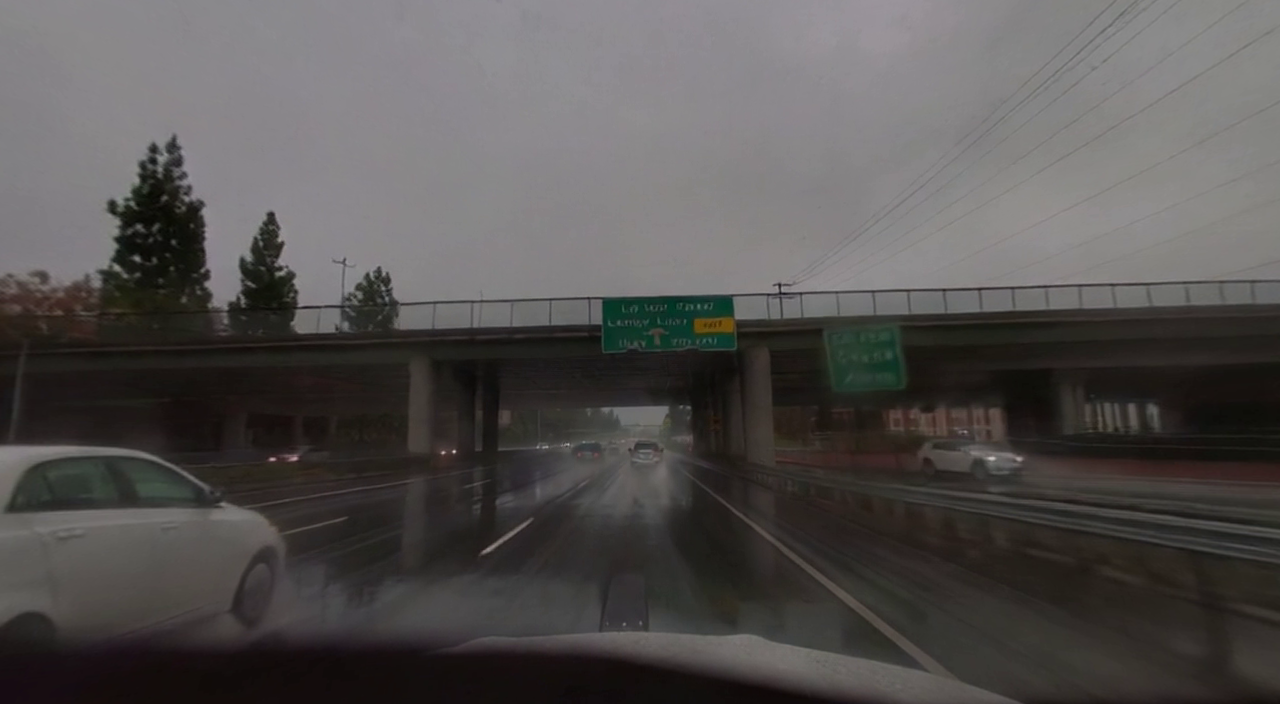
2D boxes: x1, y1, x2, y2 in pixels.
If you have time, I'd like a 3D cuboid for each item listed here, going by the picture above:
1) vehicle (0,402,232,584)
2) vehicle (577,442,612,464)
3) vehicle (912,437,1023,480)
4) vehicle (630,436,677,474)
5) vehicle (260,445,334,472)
[{"bbox_3d":[-7.314,1.531,7.223,2.090,1.765,4.612,0,-8,1],"label":"vehicle"},{"bbox_3d":[-3.182,7.145,44.701,2.056,1.464,4.564,0,-8,1],"label":"vehicle"},{"bbox_3d":[13.790,4.484,26.891,2.009,1.675,4.196,1,-8,-8],"label":"vehicle"},{"bbox_3d":[0.606,5.019,31.007,2.152,1.697,4.066,0,-8,0],"label":"vehicle"},{"bbox_3d":[-20.711,6.423,38.279,1.896,1.547,4.498,0,-8,1],"label":"vehicle"}]
